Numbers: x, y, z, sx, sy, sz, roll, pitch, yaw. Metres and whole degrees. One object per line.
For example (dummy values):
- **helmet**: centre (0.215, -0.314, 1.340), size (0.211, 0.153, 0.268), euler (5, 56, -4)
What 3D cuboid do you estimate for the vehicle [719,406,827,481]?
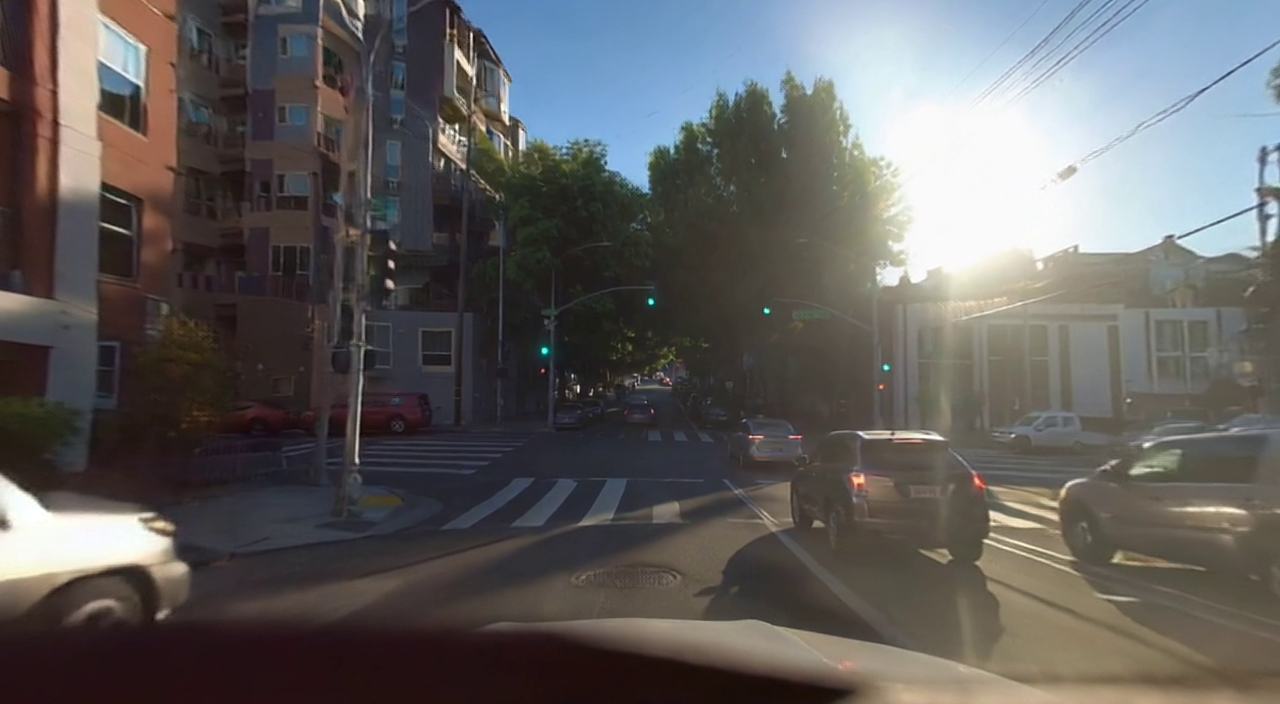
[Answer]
- **vehicle**: centre (3.327, 2.285, 16.562), size (1.970, 1.490, 4.016), euler (0, -2, 0)

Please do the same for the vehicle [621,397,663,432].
- **vehicle**: centre (0.126, 3.048, 30.273), size (1.923, 1.460, 3.923), euler (0, -9, 1)

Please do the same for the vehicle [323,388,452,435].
- **vehicle**: centre (-10.173, 2.458, 25.652), size (4.304, 1.755, 2.083), euler (0, -9, 1)

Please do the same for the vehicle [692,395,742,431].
- **vehicle**: centre (3.888, 3.217, 32.656), size (2.093, 1.655, 4.327), euler (0, -9, 1)

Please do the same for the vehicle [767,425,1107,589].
- **vehicle**: centre (3.120, 1.739, 8.012), size (2.055, 1.450, 4.676), euler (0, -9, 0)

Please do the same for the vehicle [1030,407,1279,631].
- **vehicle**: centre (6.085, 1.459, 5.908), size (1.999, 1.752, 4.502), euler (0, -9, 1)

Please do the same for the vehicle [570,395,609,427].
- **vehicle**: centre (-2.688, 3.279, 34.297), size (1.878, 1.521, 3.697), euler (0, -9, -1)

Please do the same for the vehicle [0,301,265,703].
- **vehicle**: centre (-3.577, 0.639, 1.767), size (2.016, 1.885, 4.723), euler (0, -9, 1)
